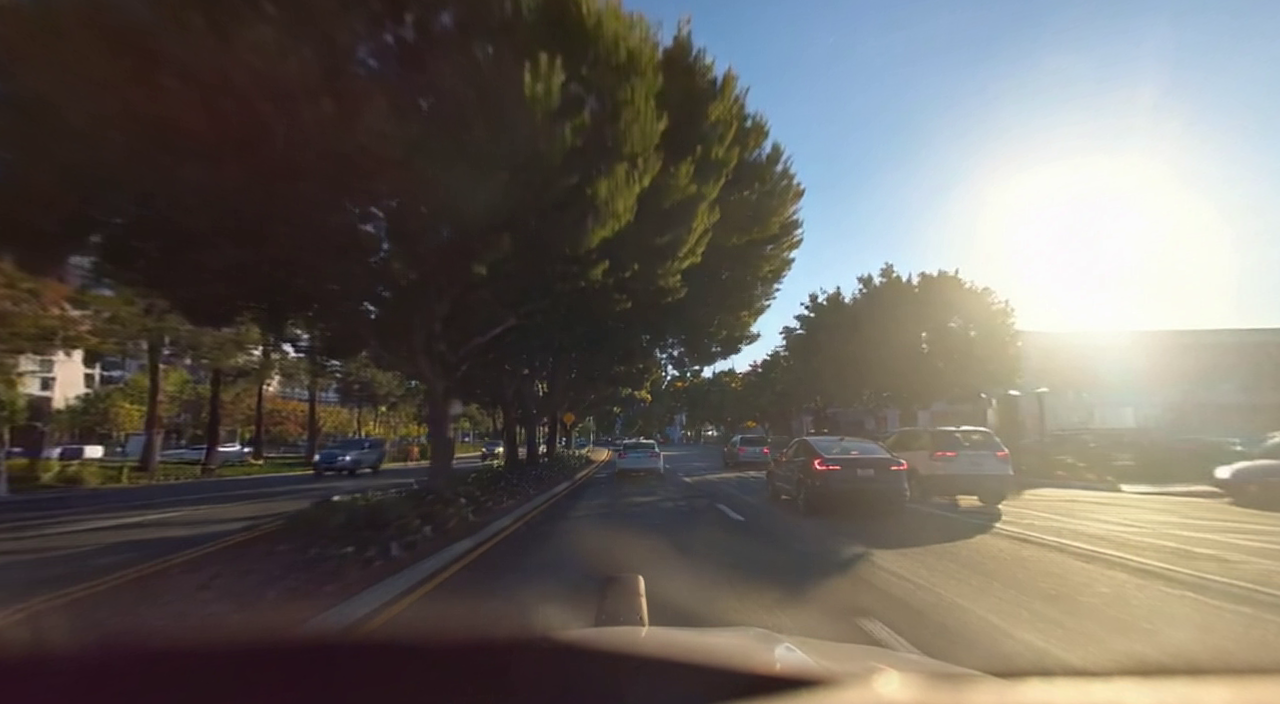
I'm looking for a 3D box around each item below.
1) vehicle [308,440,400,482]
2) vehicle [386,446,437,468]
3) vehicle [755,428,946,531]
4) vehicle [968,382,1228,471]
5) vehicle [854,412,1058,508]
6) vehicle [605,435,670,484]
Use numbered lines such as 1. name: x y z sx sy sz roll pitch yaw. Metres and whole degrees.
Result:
1. vehicle: -12.513 4.776 28.019 1.954 1.689 4.443 0 -8 0
2. vehicle: -16.421 7.549 45.666 1.983 1.477 4.702 0 -8 0
3. vehicle: 3.438 2.155 11.304 1.858 1.466 4.230 0 -8 -1
4. vehicle: 18.996 3.155 26.686 8.476 3.508 3.062 0 -8 -1
5. vehicle: 6.866 2.403 14.472 2.134 1.810 4.590 0 -8 -2
6. vehicle: -0.100 3.539 21.031 1.994 1.479 3.647 0 -8 -1
